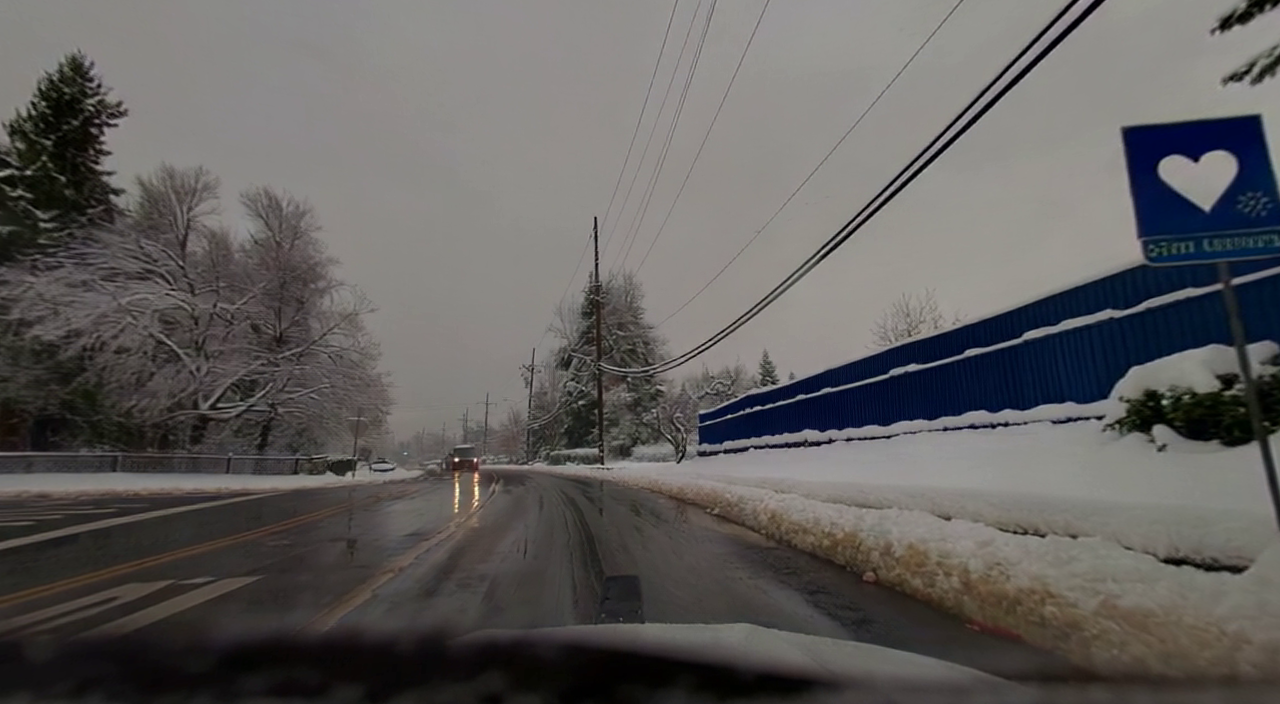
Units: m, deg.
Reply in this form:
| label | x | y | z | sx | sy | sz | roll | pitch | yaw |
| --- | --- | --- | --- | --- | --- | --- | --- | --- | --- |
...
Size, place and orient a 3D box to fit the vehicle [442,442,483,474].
| label | x | y | z | sx | sy | sz | roll | pitch | yaw |
| --- | --- | --- | --- | --- | --- | --- | --- | --- | --- |
| vehicle | -11.394 | 6.752 | 40.360 | 2.185 | 1.901 | 4.177 | 3 | -9 | -19 |
